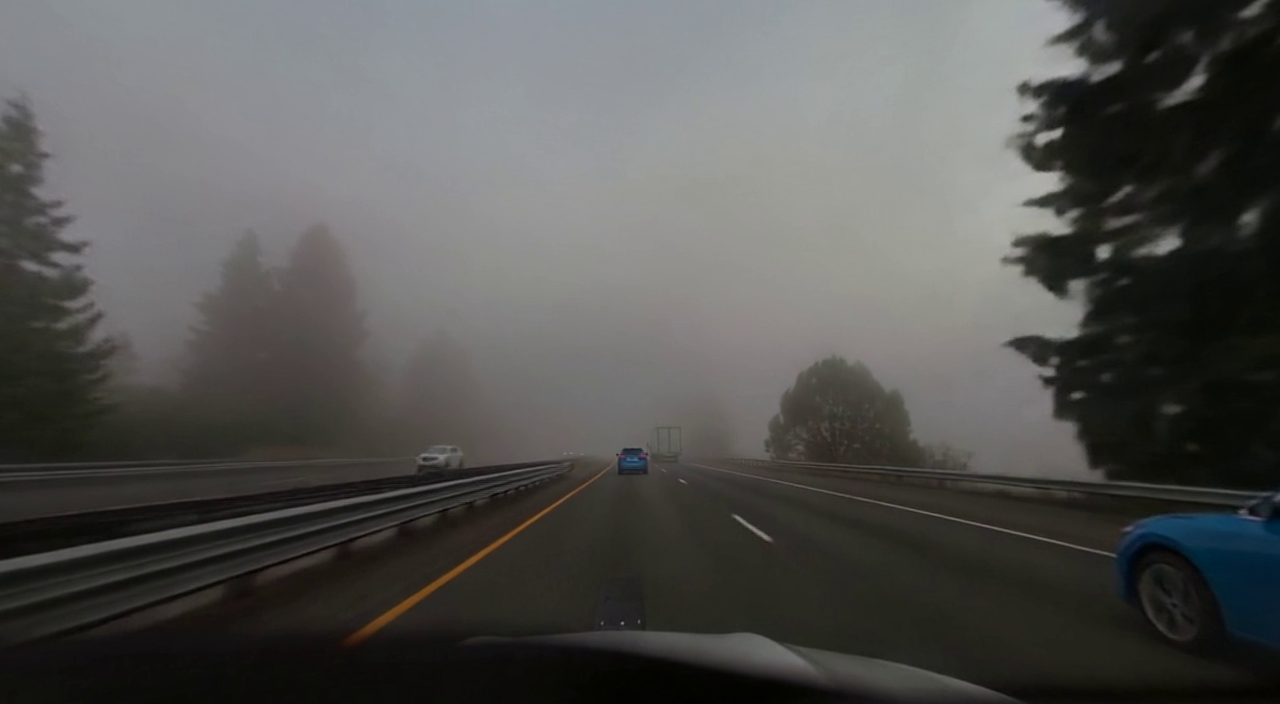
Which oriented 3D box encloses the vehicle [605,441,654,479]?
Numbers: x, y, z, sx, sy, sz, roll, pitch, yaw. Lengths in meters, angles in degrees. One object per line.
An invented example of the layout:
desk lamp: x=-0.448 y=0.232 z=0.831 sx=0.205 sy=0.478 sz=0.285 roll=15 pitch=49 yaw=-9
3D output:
vehicle: x=-0.489 y=5.205 z=30.501 sx=2.190 sy=1.706 sz=4.062 roll=0 pitch=-9 yaw=-1

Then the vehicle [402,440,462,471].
vehicle: x=-12.365 y=6.178 z=37.735 sx=1.994 sy=1.729 sz=4.652 roll=0 pitch=-9 yaw=0

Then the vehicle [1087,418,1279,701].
vehicle: x=4.210 y=0.956 z=2.610 sx=1.917 sy=1.421 sz=3.759 roll=0 pitch=-9 yaw=0
